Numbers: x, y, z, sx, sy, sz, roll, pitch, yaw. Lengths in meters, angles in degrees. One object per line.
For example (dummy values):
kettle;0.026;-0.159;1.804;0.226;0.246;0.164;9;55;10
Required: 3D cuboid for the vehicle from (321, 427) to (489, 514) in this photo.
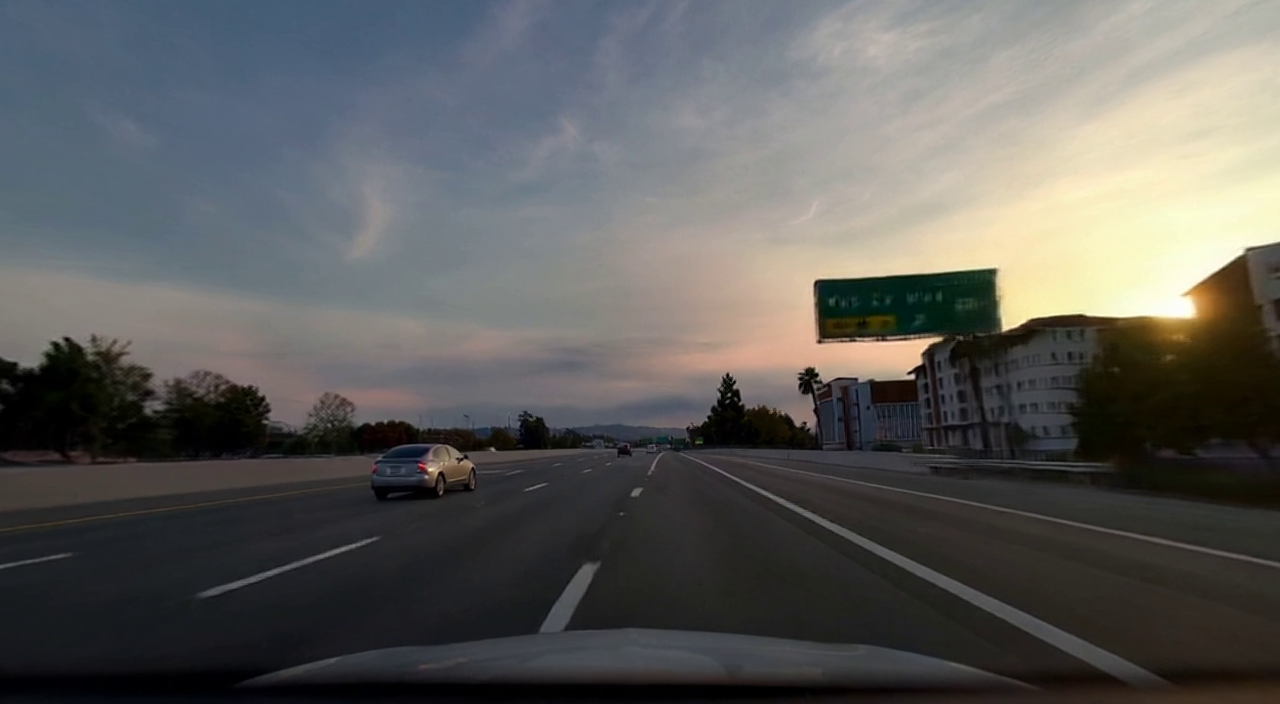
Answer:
vehicle;-5.511;2.846;15.643;2.145;1.793;4.762;-1;-8;3
